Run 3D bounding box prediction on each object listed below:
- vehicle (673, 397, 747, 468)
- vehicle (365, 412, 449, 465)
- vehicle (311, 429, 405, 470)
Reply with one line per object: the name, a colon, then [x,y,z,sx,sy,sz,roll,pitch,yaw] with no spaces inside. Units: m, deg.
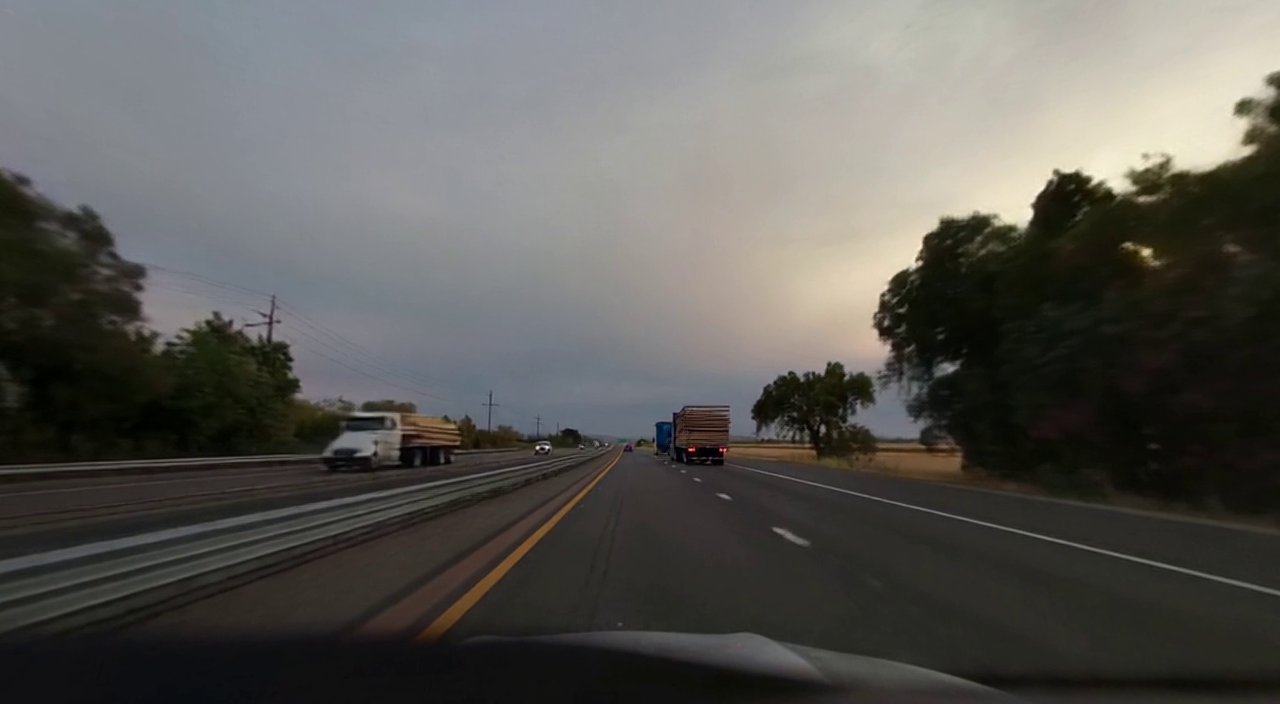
vehicle: [4.071,5.272,40.067,3.278,3.788,13.133,0,-9,0]
vehicle: [-12.655,4.771,34.536,2.410,2.664,5.507,0,-9,0]
vehicle: [-12.529,4.381,28.298,1.893,1.652,4.998,0,-9,1]
